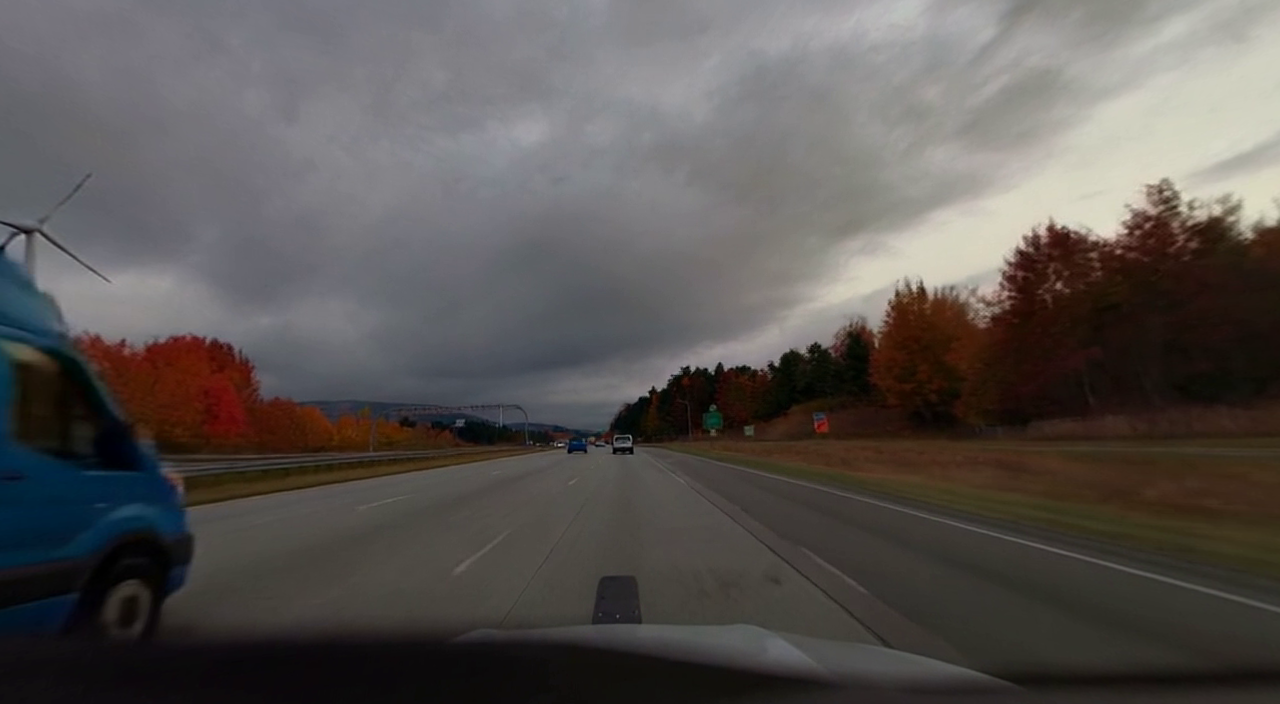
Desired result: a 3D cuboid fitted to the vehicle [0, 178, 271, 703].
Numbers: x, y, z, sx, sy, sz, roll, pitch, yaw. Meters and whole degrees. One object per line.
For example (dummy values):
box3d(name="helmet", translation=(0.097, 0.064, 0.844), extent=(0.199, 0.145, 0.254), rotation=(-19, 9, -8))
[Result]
box3d(name="vehicle", translation=(-3.713, 0.365, 1.705), extent=(2.303, 2.323, 5.089), rotation=(0, -8, 0))
